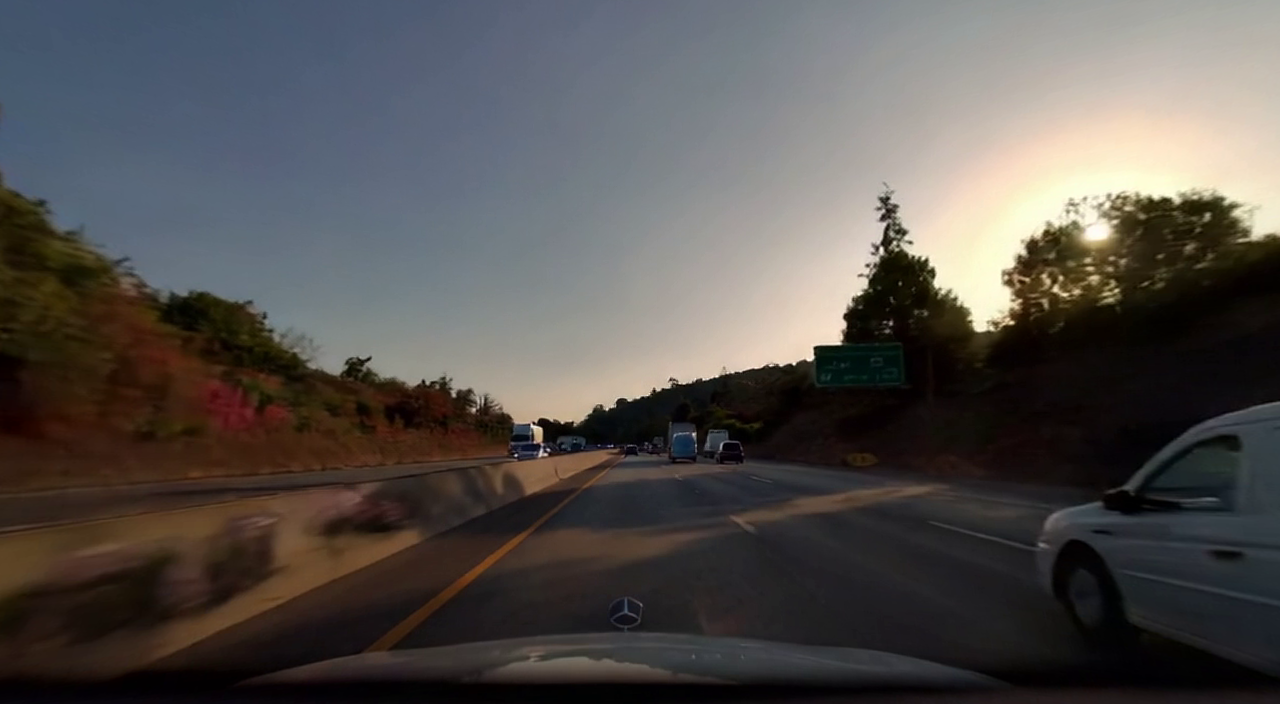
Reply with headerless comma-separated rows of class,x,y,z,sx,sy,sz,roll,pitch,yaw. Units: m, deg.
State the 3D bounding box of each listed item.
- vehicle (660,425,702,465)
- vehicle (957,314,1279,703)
vehicle,2.981,7.069,48.031,2.532,2.791,7.053,0,-9,-1
vehicle,3.471,0.745,2.454,2.070,1.751,4.576,0,-9,0
